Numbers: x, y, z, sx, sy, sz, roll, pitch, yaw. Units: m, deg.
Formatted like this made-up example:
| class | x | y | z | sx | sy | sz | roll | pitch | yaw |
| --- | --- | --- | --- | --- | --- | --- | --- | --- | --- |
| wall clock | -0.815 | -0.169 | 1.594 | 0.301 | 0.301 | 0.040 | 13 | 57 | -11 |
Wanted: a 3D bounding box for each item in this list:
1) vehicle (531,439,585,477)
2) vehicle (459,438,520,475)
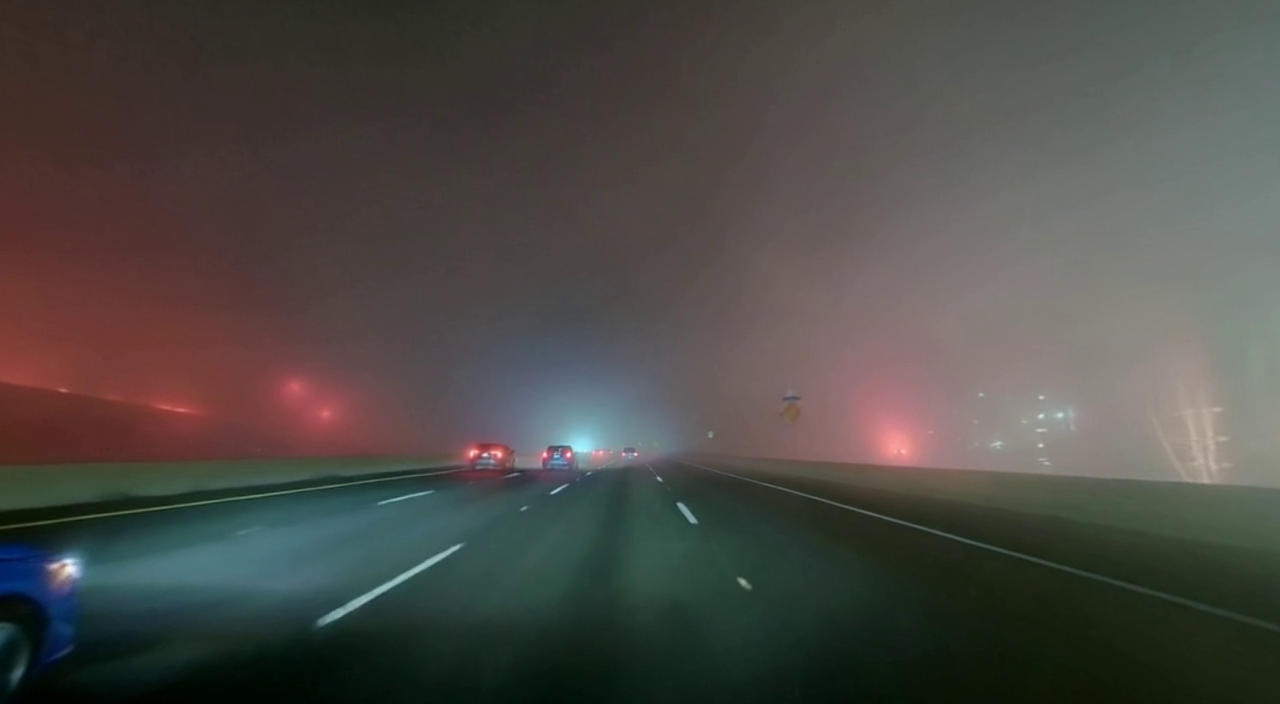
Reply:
| class | x | y | z | sx | sy | sz | roll | pitch | yaw |
| --- | --- | --- | --- | --- | --- | --- | --- | --- | --- |
| vehicle | -3.978 | 5.218 | 31.279 | 2.075 | 1.702 | 4.257 | 0 | -9 | 1 |
| vehicle | -7.890 | 5.535 | 33.635 | 2.040 | 1.824 | 4.917 | 0 | -9 | 0 |
